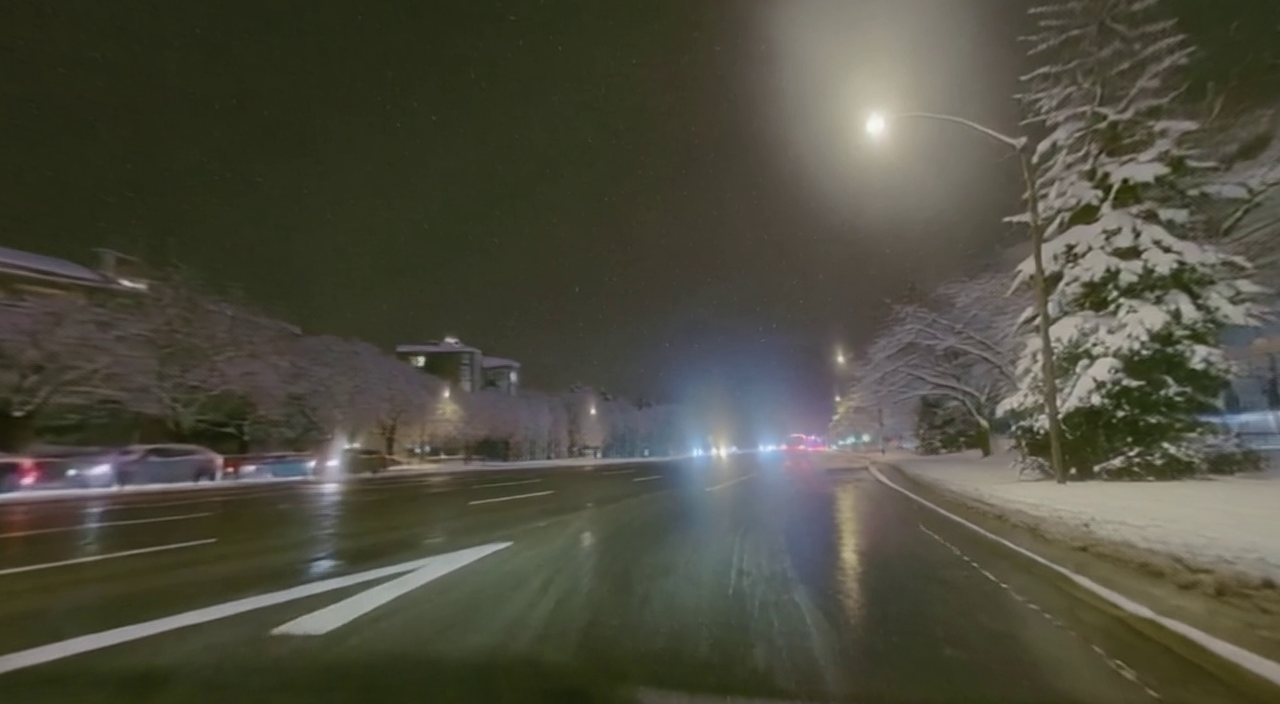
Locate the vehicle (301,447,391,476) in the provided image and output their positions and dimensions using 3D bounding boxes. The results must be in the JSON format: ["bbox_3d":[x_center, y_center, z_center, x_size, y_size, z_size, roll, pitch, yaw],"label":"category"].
[{"bbox_3d":[-16.742,6.242,36.233,1.872,1.493,4.724,-3,-8,19],"label":"vehicle"}]

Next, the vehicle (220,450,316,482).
[{"bbox_3d":[-20.638,6.312,35.275,1.867,1.540,4.423,-3,-8,18],"label":"vehicle"}]

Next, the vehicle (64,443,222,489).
[{"bbox_3d":[-20.286,4.607,26.104,1.926,1.681,4.727,-3,-8,18],"label":"vehicle"}]
